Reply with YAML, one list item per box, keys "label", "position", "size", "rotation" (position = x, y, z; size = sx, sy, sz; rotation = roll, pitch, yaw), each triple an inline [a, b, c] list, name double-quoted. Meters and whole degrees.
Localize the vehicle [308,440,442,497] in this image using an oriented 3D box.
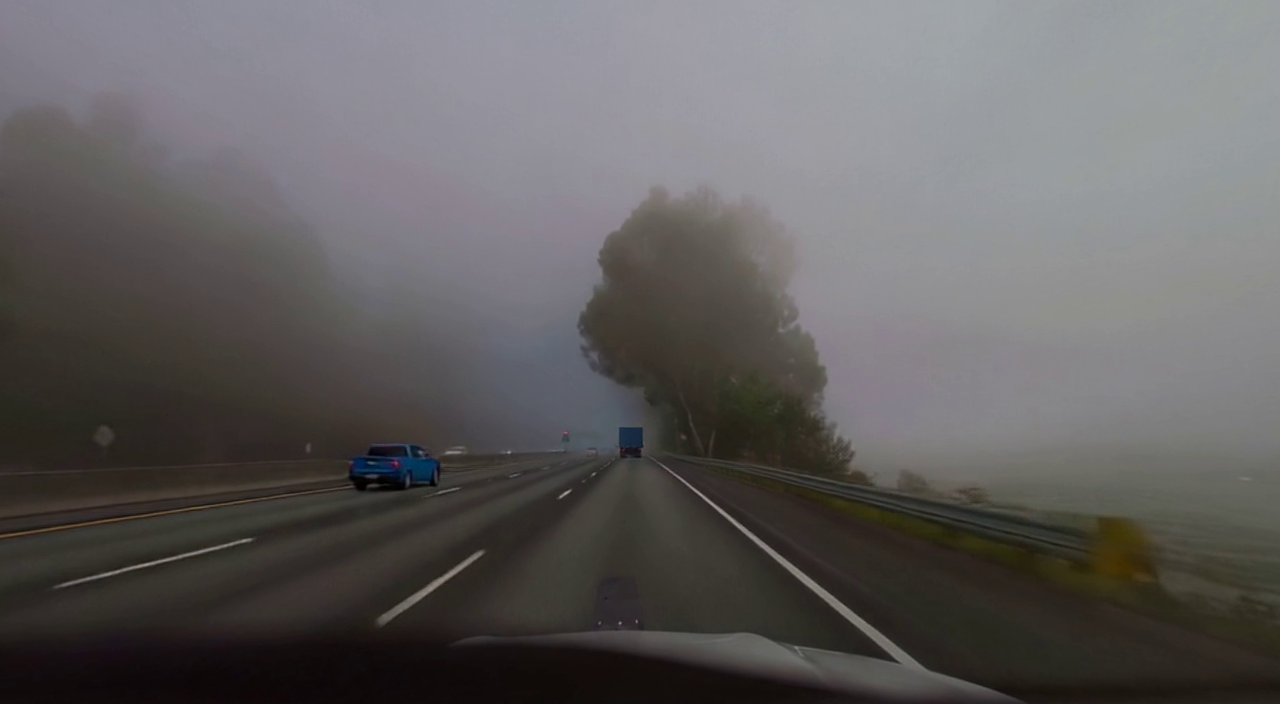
- label: "vehicle"
  position: [-7.922, 3.504, 19.457]
  size: [2.155, 1.504, 4.490]
  rotation: [0, -8, 0]
